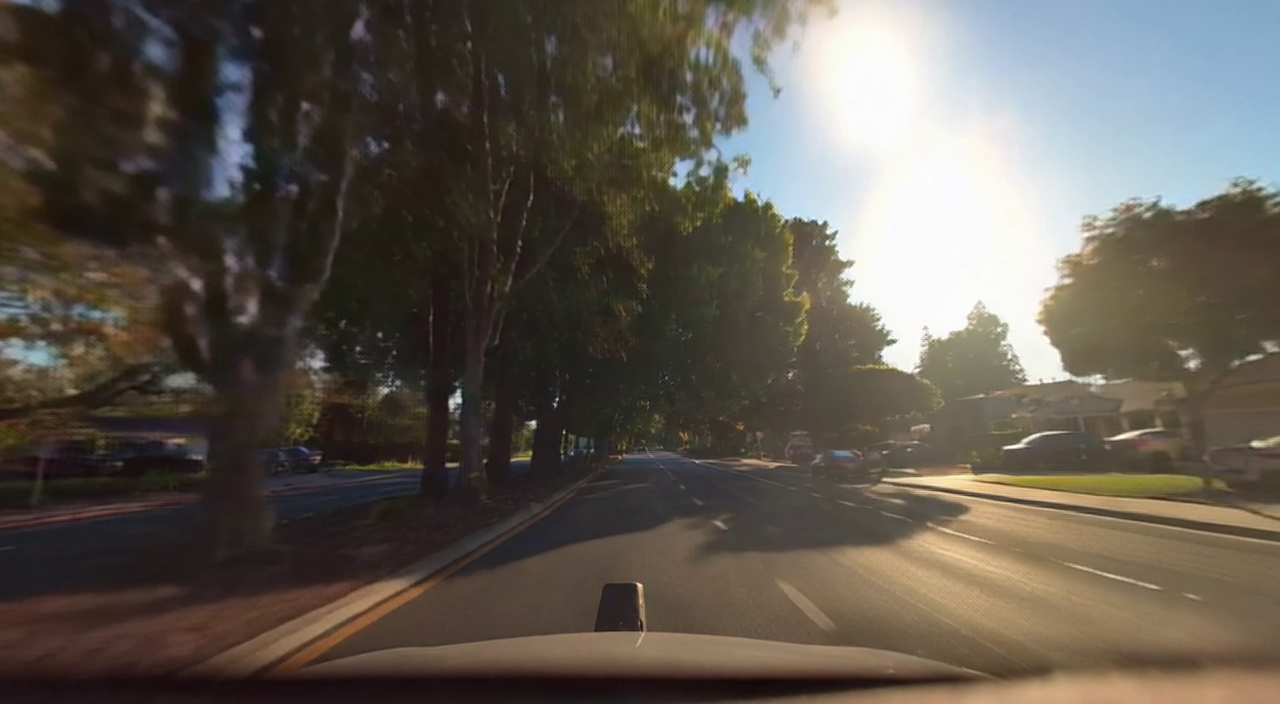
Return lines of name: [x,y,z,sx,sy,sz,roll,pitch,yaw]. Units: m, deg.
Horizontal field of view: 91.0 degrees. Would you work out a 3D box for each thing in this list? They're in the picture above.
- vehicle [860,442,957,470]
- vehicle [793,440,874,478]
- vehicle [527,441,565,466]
vehicle: [15.334,5.935,36.139,4.644,1.542,2.095,0,-8,1]
vehicle: [8.332,4.647,27.549,1.940,1.516,4.319,0,-8,-3]
vehicle: [-7.228,7.805,48.715,2.019,1.819,4.897,0,-8,2]
